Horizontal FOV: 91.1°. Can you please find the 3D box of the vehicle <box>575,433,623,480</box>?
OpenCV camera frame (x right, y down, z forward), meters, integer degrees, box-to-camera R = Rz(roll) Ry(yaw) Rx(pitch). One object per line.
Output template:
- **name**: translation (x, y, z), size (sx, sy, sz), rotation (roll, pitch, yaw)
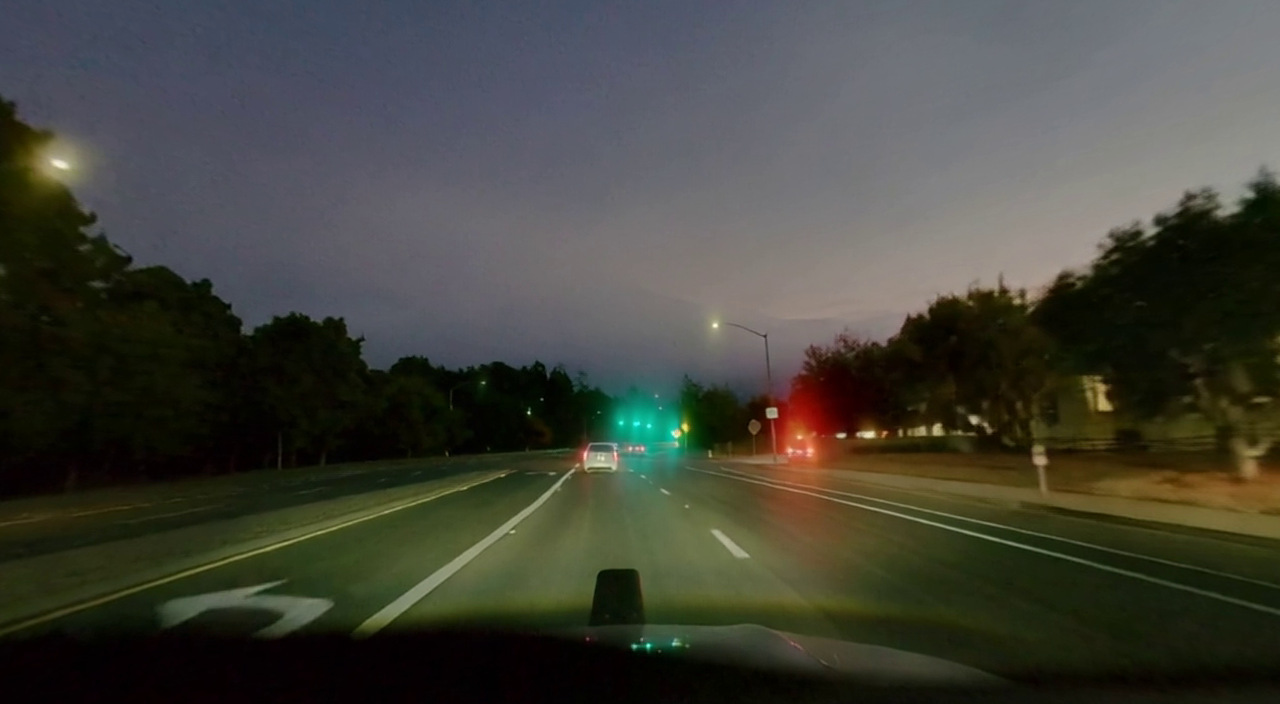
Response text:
- **vehicle**: translation (-1.950, 4.857, 29.362), size (2.072, 2.002, 4.391), rotation (1, -9, -4)
